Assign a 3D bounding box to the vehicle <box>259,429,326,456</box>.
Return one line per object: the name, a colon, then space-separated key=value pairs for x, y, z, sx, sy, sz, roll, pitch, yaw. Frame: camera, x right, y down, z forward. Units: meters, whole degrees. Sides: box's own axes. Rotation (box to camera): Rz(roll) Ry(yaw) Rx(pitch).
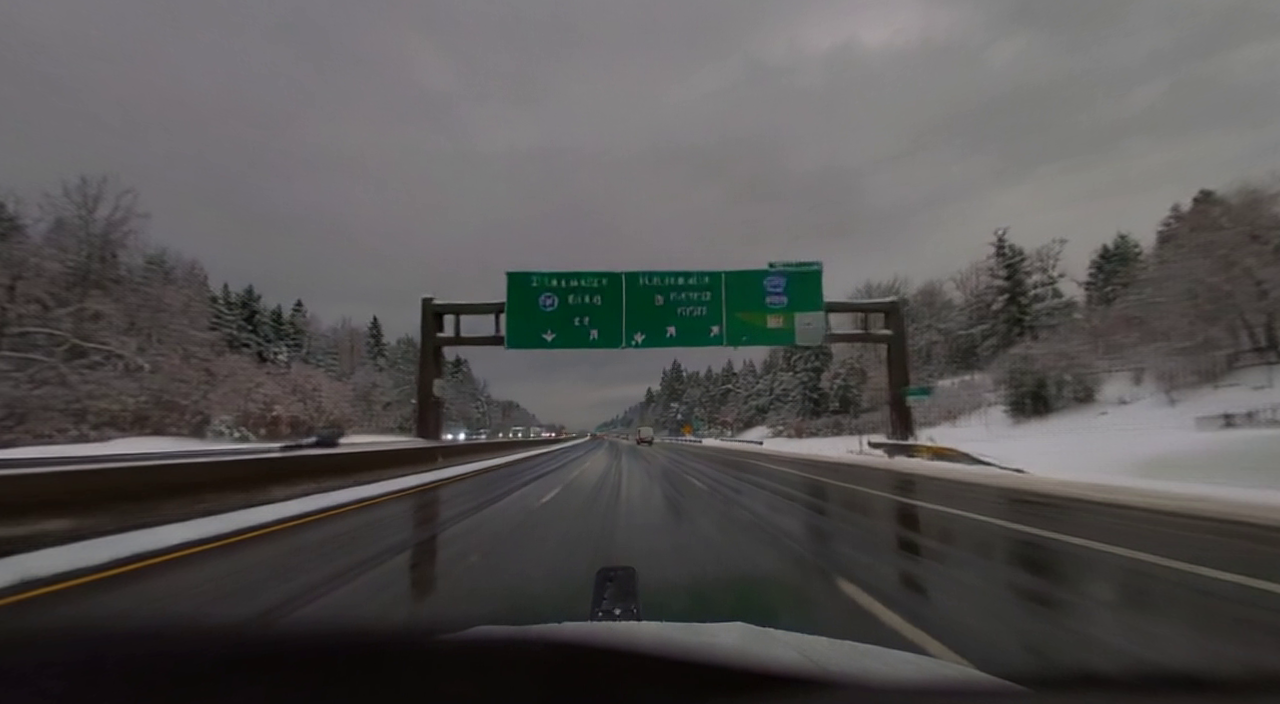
vehicle: x=-19.956 y=5.214 z=36.367 sx=1.749 sy=1.426 sz=3.790 roll=0 pitch=-8 yaw=-2
